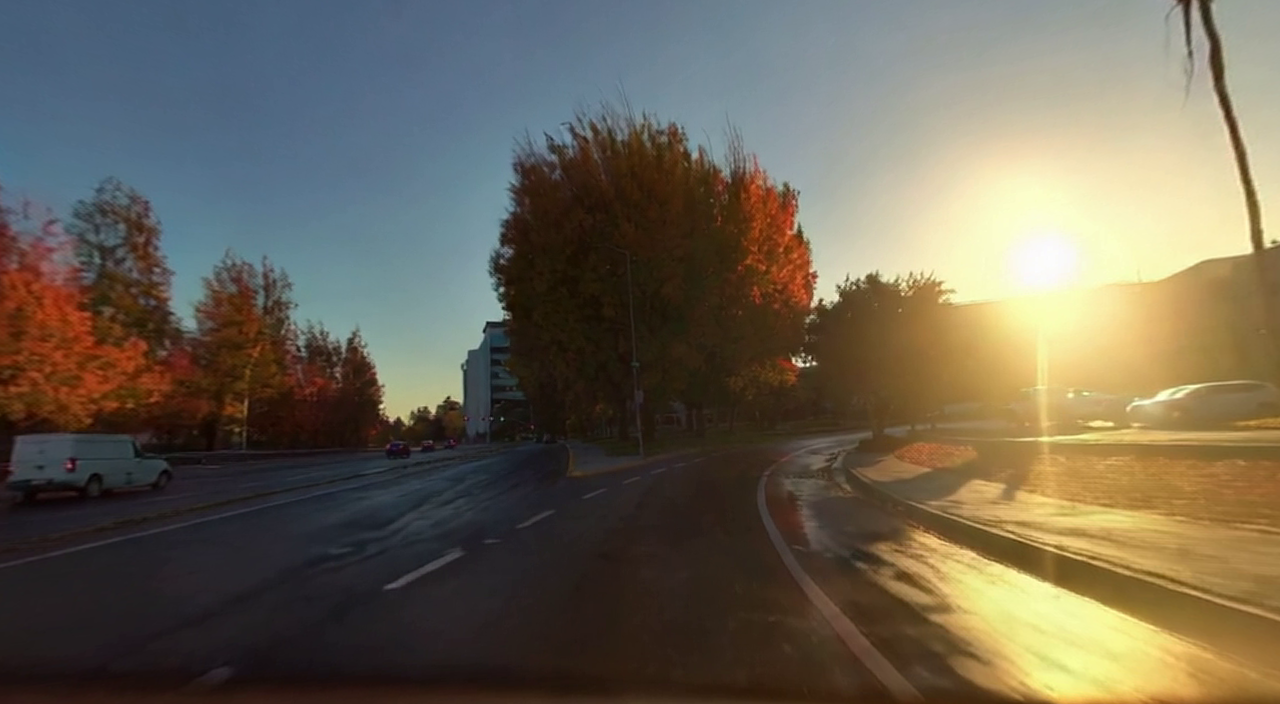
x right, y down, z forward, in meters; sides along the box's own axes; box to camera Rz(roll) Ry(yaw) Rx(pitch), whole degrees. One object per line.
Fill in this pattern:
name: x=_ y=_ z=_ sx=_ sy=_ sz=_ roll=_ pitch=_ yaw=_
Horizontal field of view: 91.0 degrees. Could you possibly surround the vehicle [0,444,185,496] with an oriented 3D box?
vehicle: x=-27.081 y=5.756 z=31.623 sx=2.819 sy=2.204 sz=8.236 roll=1 pitch=-8 yaw=-5
